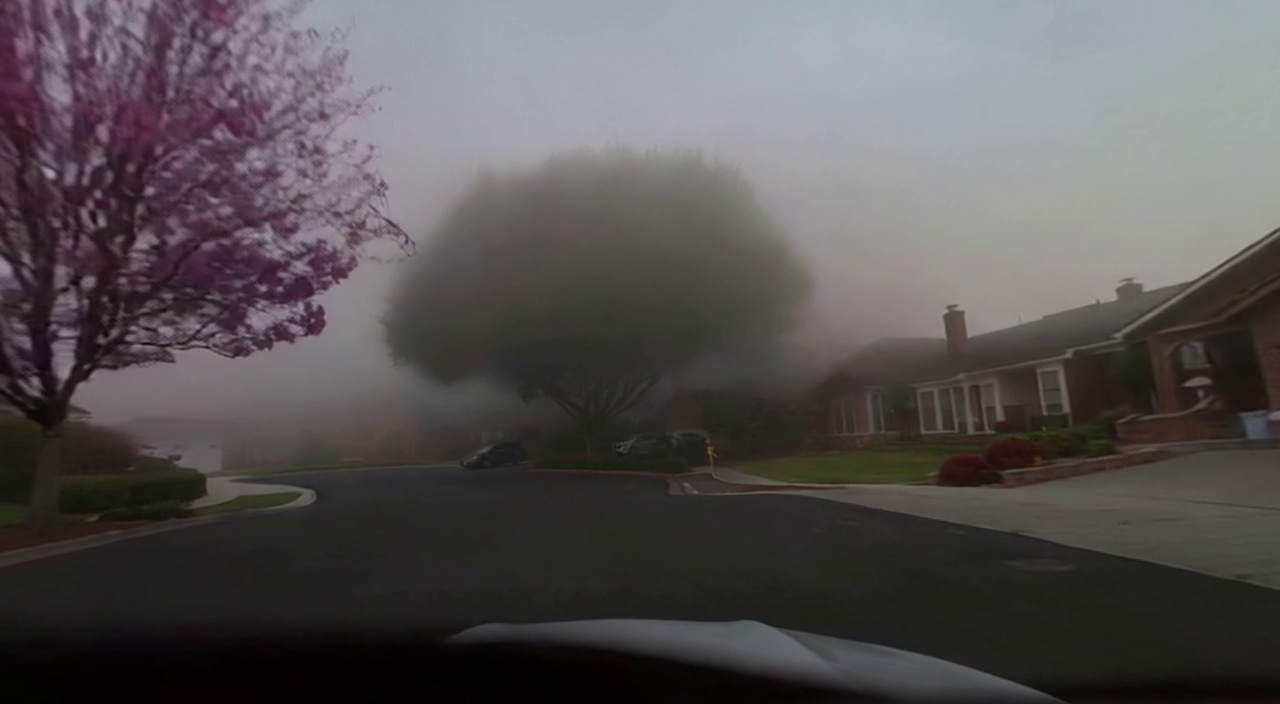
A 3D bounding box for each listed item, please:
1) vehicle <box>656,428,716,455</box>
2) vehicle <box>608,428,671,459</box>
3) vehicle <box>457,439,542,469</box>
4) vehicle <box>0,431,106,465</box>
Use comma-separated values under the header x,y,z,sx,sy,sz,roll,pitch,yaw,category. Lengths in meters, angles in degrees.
x,y,z,sx,sy,sz,roll,pitch,yaw,category
3.305,6.305,44.481,2.152,1.773,4.495,-6,-11,35,vehicle
-0.002,6.378,44.474,2.310,1.701,4.280,-5,-3,35,vehicle
-8.898,6.501,40.350,4.815,1.827,2.147,-1,-9,3,vehicle
-31.186,5.032,33.084,4.435,1.707,2.046,0,-9,0,vehicle
